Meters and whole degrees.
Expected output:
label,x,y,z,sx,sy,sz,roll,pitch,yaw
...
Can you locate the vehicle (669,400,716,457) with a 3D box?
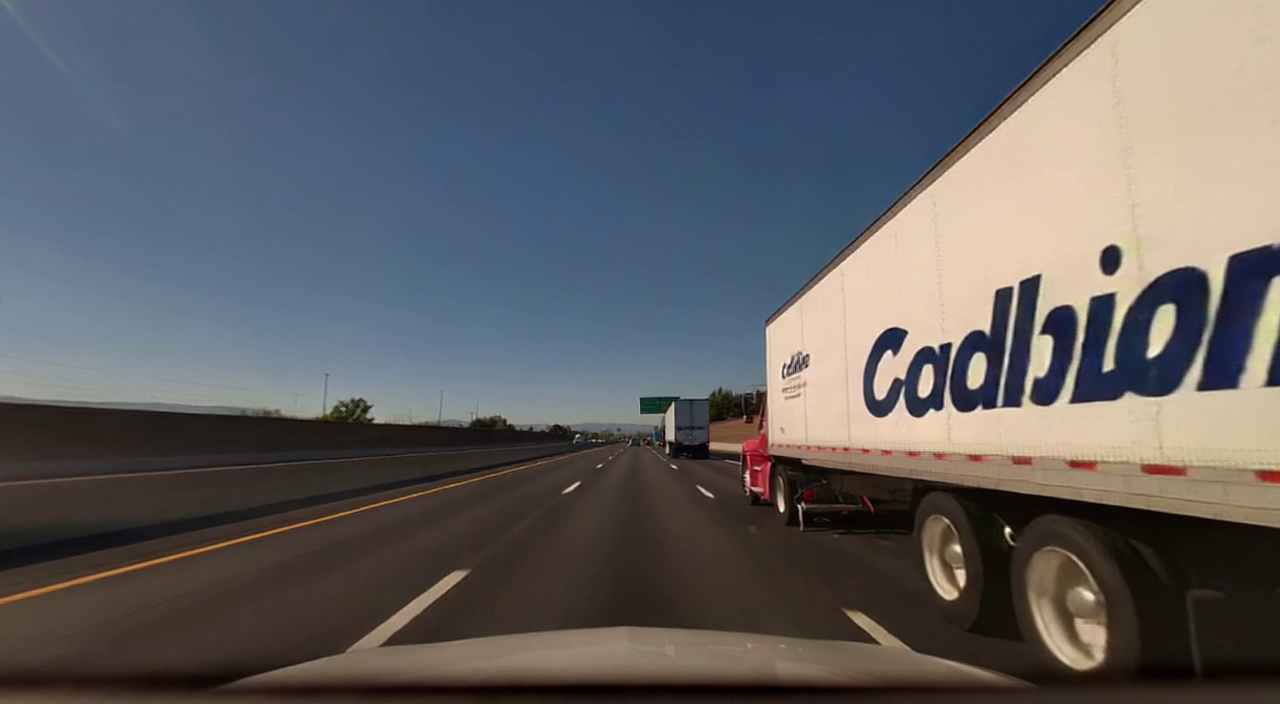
label,x,y,z,sx,sy,sz,roll,pitch,yaw
vehicle,3.884,5.999,48.583,2.840,3.947,8.920,0,-8,0
